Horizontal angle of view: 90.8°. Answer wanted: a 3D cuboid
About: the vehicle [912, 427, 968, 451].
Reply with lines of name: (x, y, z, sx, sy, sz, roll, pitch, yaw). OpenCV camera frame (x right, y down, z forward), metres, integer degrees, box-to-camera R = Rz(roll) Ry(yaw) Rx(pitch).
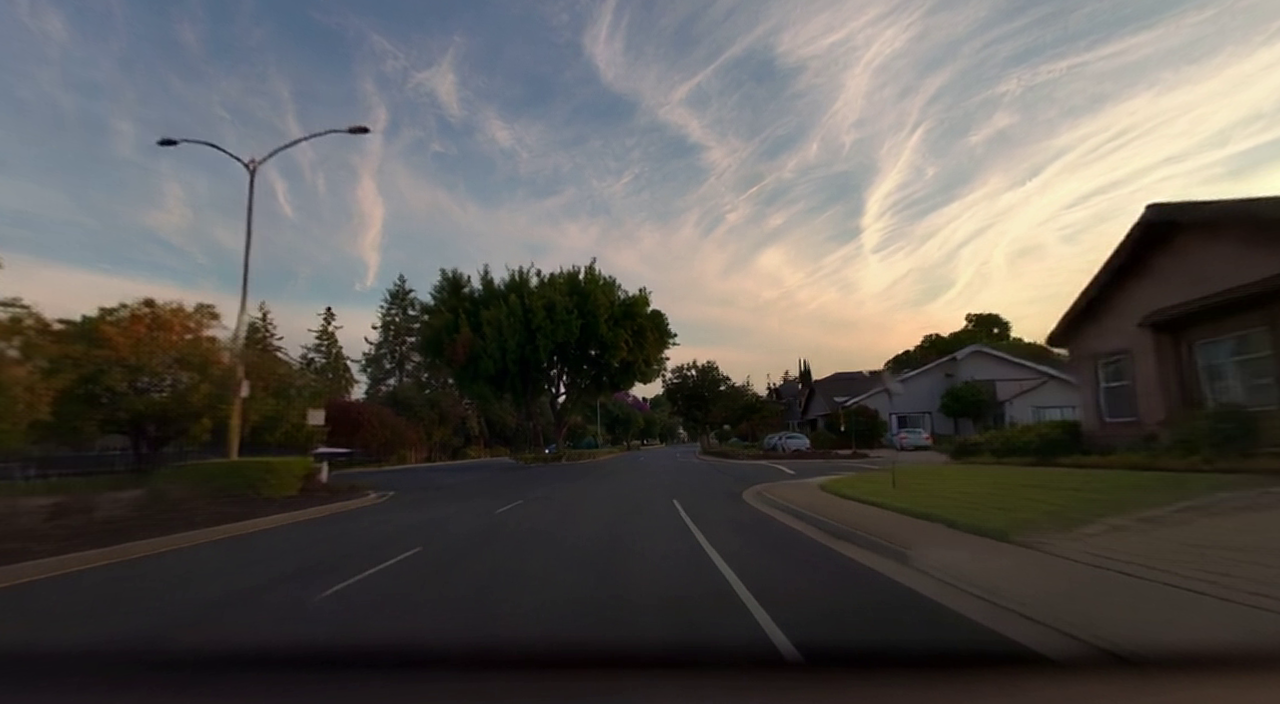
vehicle: (20.873, 6.019, 43.886, 4.241, 1.560, 1.979, 6, -9, -43)

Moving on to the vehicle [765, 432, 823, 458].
vehicle: (12.085, 7.278, 49.767, 2.199, 1.661, 4.495, 5, -6, -22)
